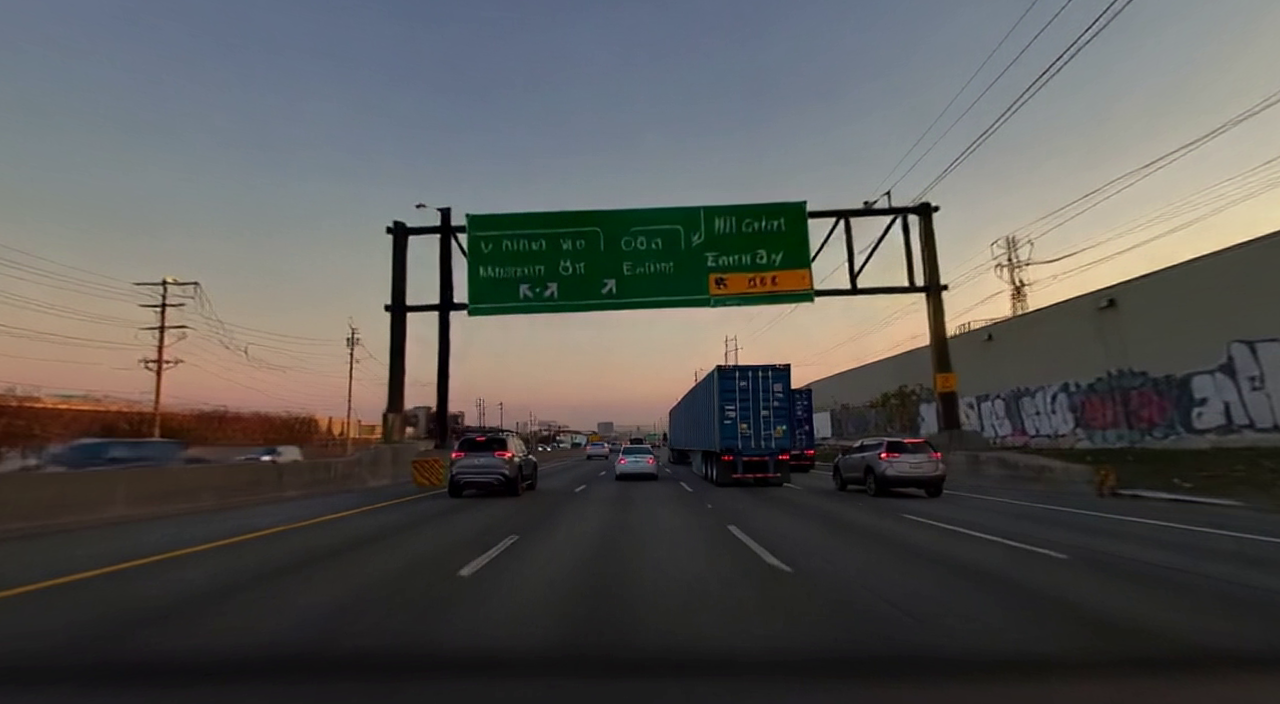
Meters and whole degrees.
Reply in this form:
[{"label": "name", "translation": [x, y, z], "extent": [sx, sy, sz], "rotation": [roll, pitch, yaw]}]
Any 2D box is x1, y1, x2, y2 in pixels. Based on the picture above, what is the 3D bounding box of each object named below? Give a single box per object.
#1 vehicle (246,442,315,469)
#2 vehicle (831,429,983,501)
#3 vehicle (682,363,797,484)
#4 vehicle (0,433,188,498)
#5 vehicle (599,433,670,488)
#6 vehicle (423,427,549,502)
[{"label": "vehicle", "translation": [-23.738, 6.838, 41.917], "extent": [2.015, 1.698, 4.521], "rotation": [0, -9, -3]}, {"label": "vehicle", "translation": [7.203, 3.097, 17.706], "extent": [2.202, 1.731, 4.628], "rotation": [0, -9, 0]}, {"label": "vehicle", "translation": [3.728, 3.367, 27.687], "extent": [2.800, 4.039, 13.179], "rotation": [0, -9, -1]}, {"label": "vehicle", "translation": [-15.583, 3.213, 18.234], "extent": [1.896, 1.627, 4.434], "rotation": [0, -9, -2]}, {"label": "vehicle", "translation": [-0.197, 3.680, 21.655], "extent": [2.191, 1.685, 4.015], "rotation": [0, -9, -1]}, {"label": "vehicle", "translation": [-4.085, 3.090, 17.700], "extent": [2.264, 1.804, 4.584], "rotation": [0, -9, 1]}]
